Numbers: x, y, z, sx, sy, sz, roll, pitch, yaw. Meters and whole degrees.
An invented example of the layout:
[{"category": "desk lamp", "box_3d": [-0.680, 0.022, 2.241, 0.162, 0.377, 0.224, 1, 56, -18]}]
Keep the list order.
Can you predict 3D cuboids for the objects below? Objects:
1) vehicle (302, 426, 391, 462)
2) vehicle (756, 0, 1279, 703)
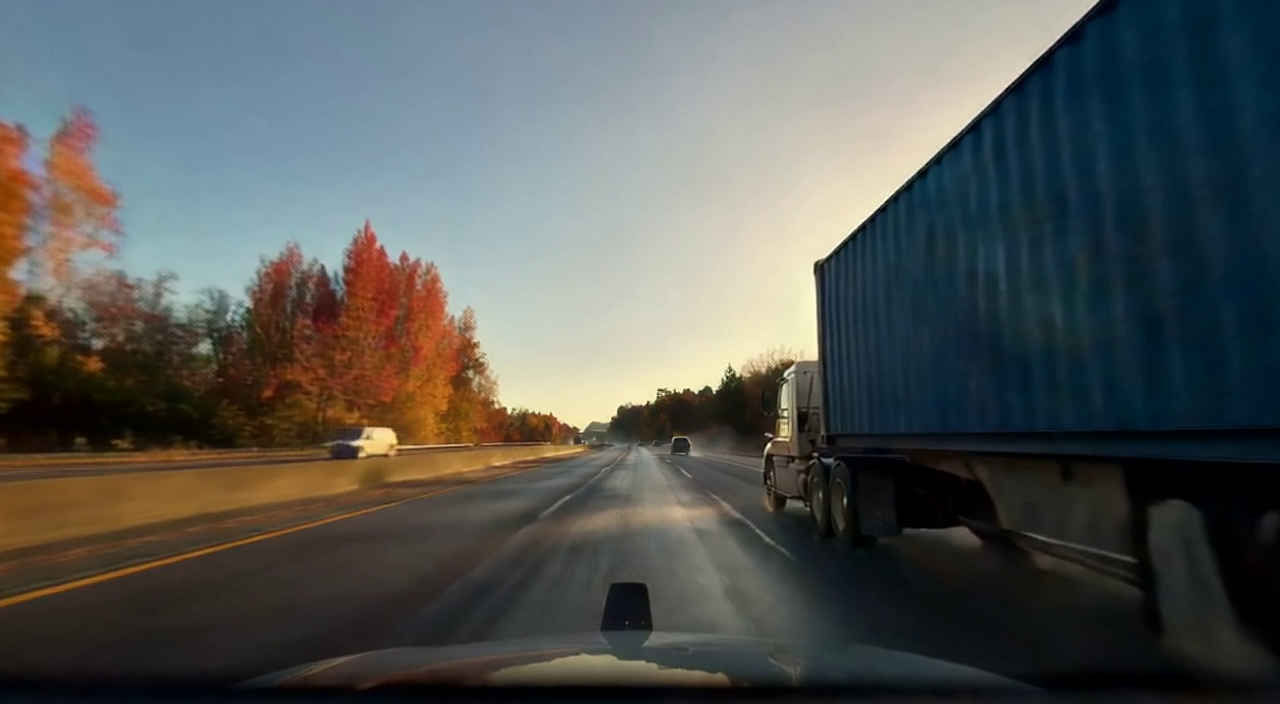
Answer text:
[{"category": "vehicle", "box_3d": [-15.086, 4.775, 32.665, 2.109, 1.742, 4.977, 0, -8, 1]}, {"category": "vehicle", "box_3d": [4.031, 0.304, 7.527, 2.903, 4.003, 13.046, 0, -8, 1]}]
